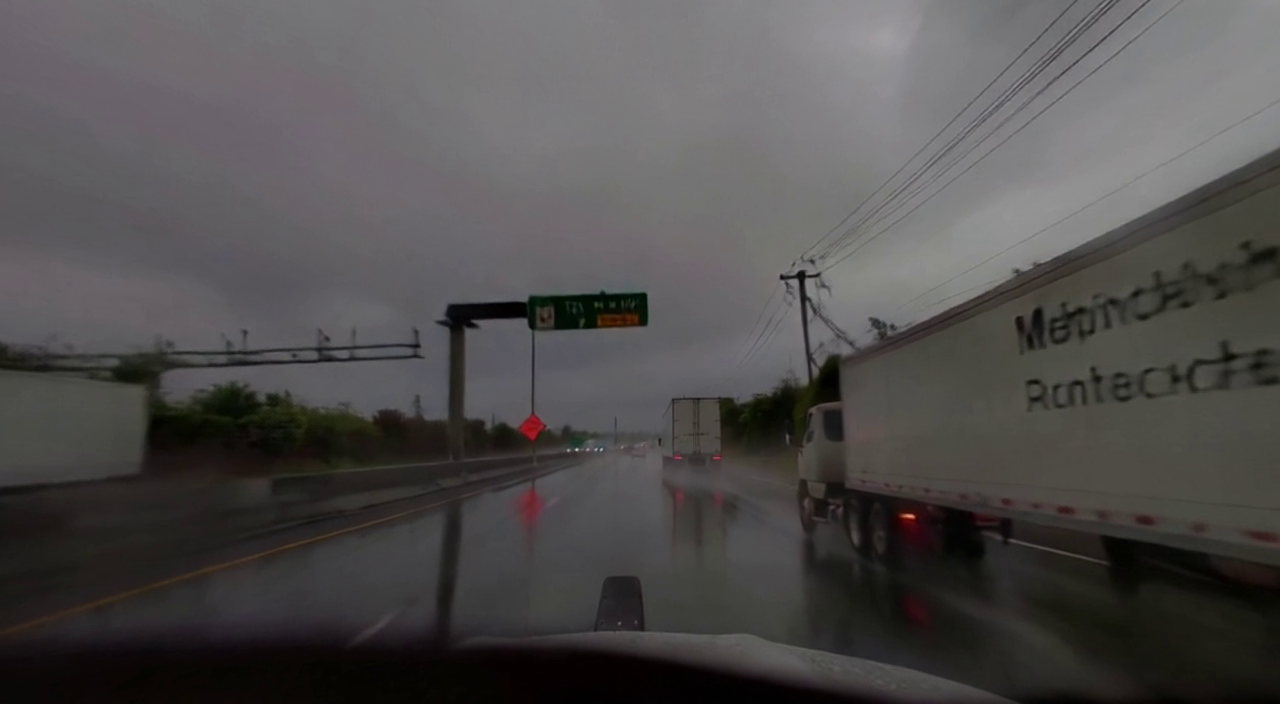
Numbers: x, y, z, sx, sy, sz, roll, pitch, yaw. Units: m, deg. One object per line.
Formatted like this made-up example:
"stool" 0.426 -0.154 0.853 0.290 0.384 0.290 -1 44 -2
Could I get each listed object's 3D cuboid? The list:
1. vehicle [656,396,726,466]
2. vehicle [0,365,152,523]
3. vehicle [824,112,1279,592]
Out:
"vehicle" 3.180 5.861 45.203 3.202 4.046 17.146 0 -9 -1
"vehicle" -19.303 2.150 14.714 2.863 4.358 16.366 0 -9 -1
"vehicle" 7.246 0.638 9.744 3.400 4.134 17.388 0 -9 -1
